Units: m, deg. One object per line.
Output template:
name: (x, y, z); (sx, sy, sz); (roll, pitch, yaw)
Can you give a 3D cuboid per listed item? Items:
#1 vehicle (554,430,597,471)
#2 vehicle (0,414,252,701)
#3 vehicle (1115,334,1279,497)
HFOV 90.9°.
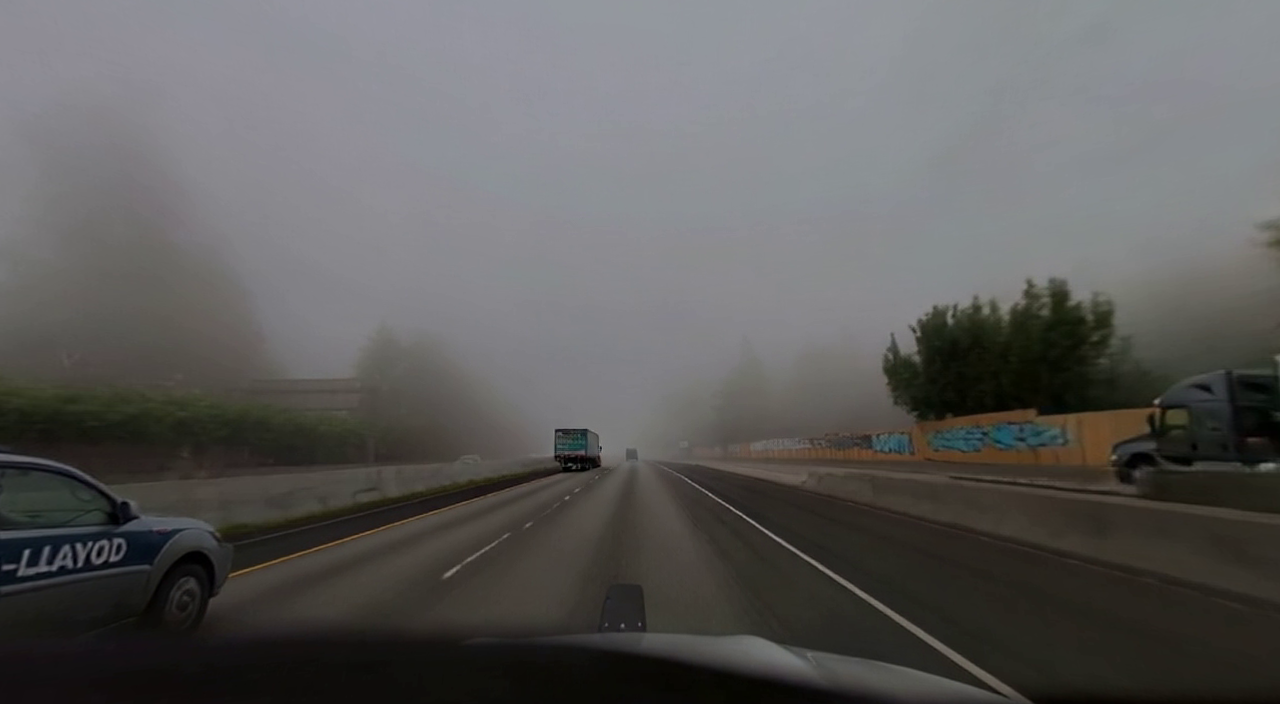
vehicle: (-4.183, 6.520, 41.727); (2.305, 2.517, 5.486); (0, -9, 0)
vehicle: (-4.352, 1.046, 3.077); (2.024, 1.476, 4.466); (0, -9, 1)
vehicle: (16.974, 1.728, 16.608); (3.087, 3.935, 6.471); (1, -9, -8)
